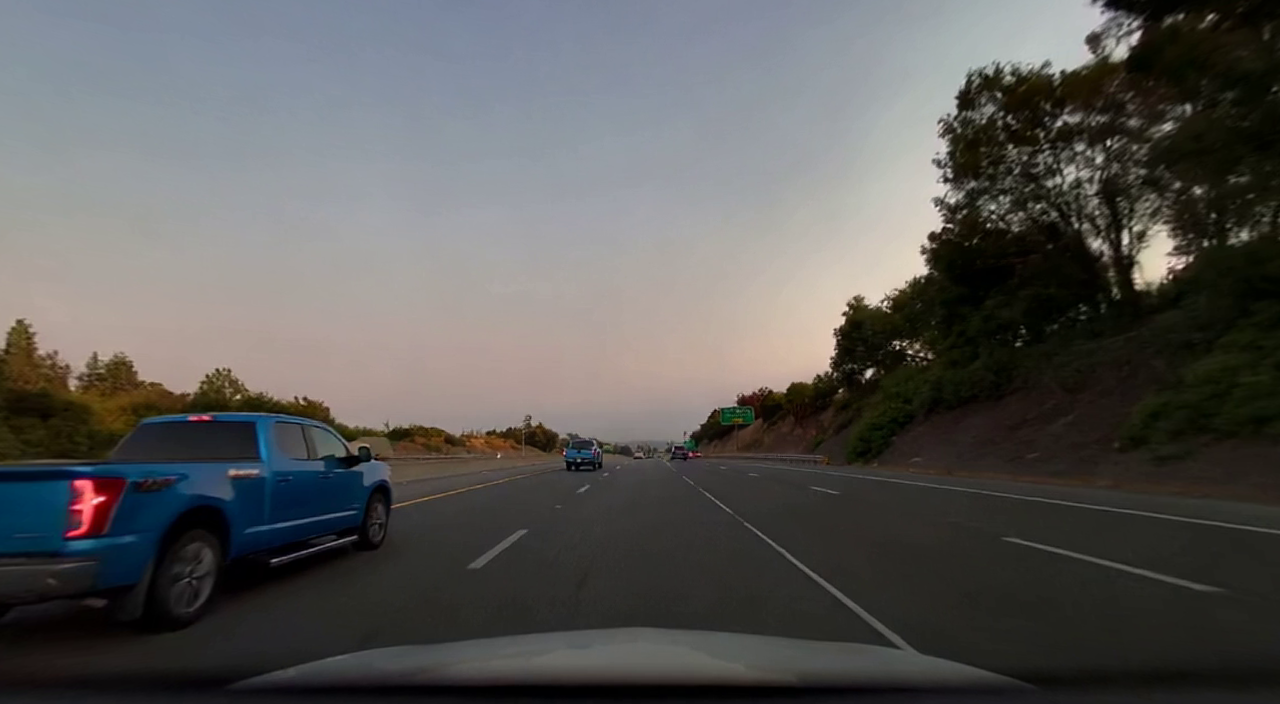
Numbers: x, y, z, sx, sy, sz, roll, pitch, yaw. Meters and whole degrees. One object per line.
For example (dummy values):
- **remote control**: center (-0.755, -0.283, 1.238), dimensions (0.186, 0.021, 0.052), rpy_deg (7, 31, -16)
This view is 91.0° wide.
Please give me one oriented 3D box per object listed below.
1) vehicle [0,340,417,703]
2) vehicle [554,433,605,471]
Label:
- **vehicle**: center (-4.260, 1.276, 5.779), dimensions (2.285, 1.853, 5.564), rpy_deg (0, -9, 1)
- **vehicle**: center (-3.712, 6.332, 39.987), dimensions (2.496, 2.203, 6.317), rpy_deg (0, -9, 1)
